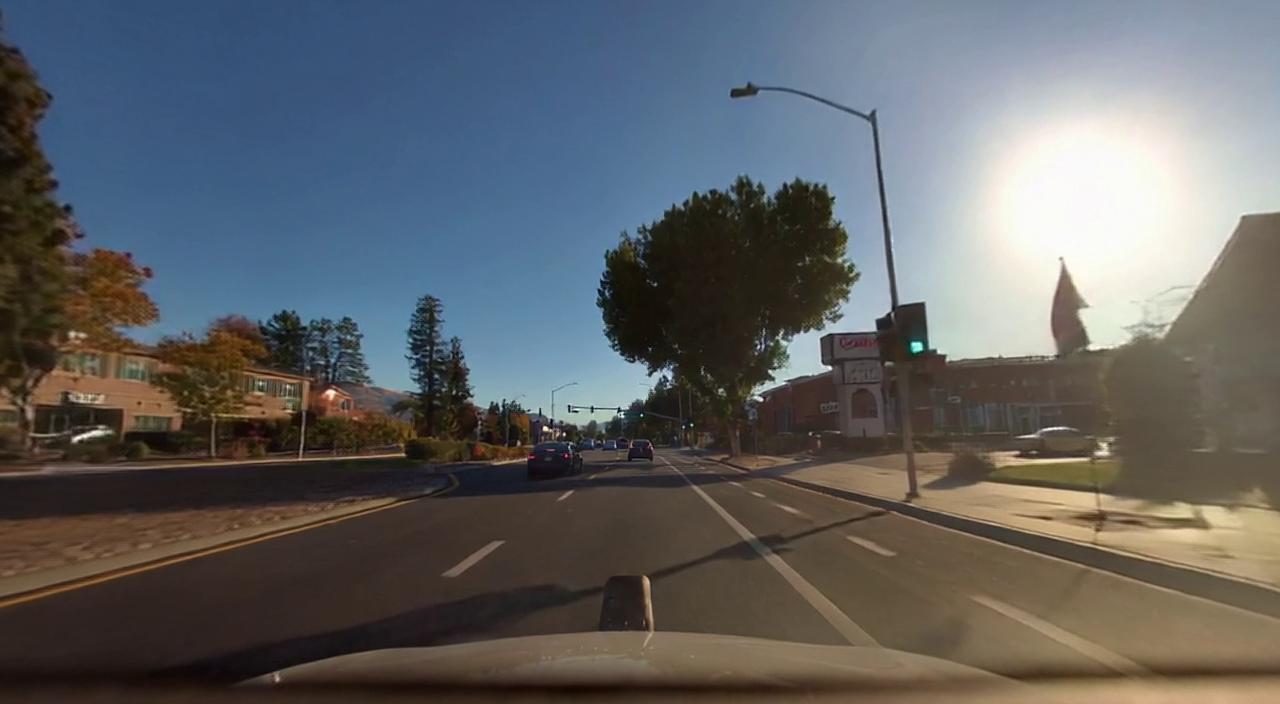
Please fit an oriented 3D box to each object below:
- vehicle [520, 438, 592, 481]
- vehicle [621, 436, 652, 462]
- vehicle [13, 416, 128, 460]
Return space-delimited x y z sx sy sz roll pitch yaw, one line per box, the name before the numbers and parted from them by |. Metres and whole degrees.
vehicle | -3.075 4.032 23.997 2.015 1.470 4.458 0 -8 2
vehicle | -0.230 7.083 45.981 2.153 1.764 4.047 0 -8 1
vehicle | -41.659 6.347 46.428 2.303 2.957 6.489 0 -8 0
